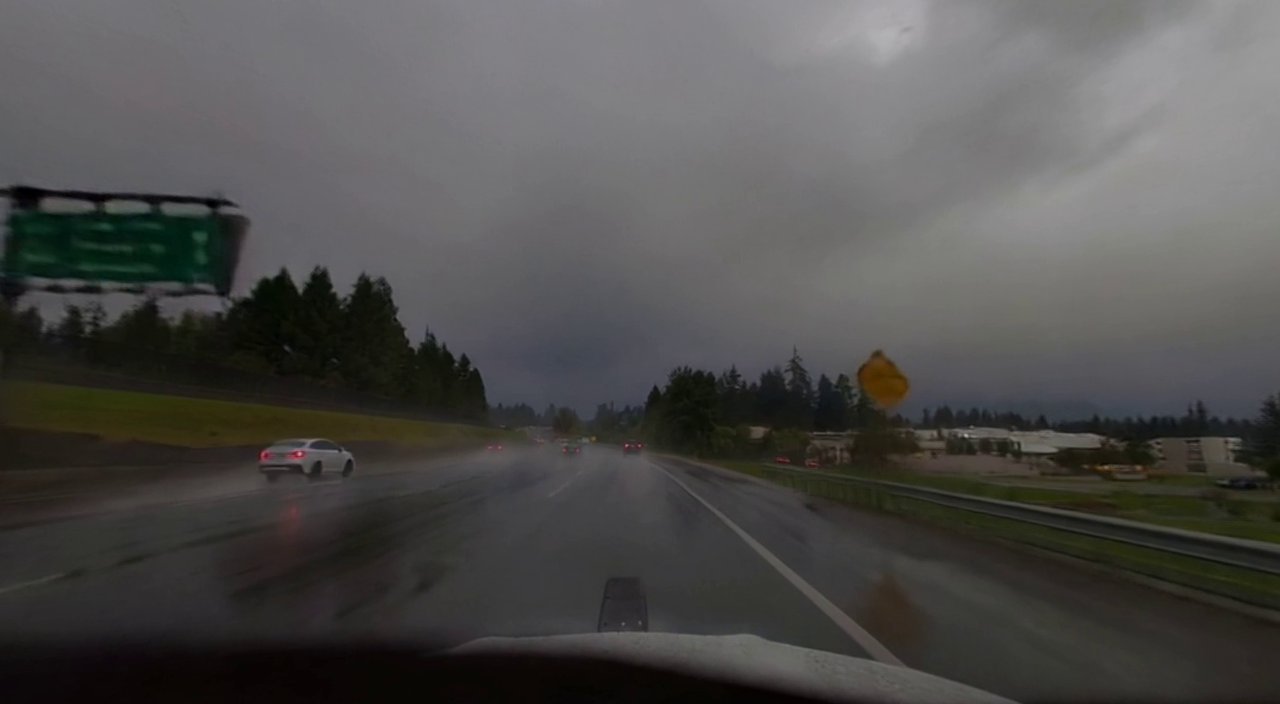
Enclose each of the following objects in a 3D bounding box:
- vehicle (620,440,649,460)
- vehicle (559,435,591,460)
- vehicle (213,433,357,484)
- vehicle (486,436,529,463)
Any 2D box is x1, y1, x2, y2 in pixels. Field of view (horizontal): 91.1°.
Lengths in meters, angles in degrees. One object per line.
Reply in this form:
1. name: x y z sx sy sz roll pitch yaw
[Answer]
1. vehicle: -0.456 7.647 48.946 2.060 1.465 3.974 1 -8 -3
2. vehicle: -5.067 7.470 49.262 2.138 1.833 4.622 1 -8 -2
3. vehicle: -11.715 3.541 21.231 2.056 1.489 4.852 0 -8 0
4. vehicle: -8.884 6.560 42.342 2.015 1.651 4.432 1 -8 -2
